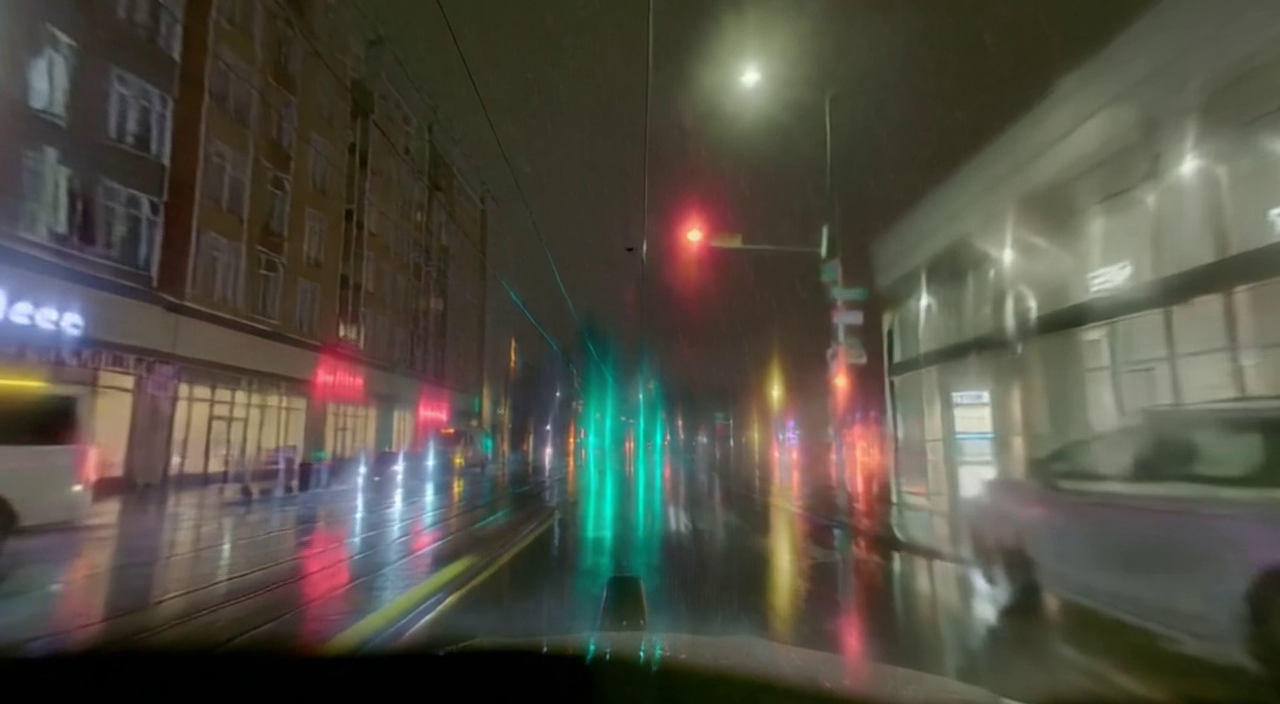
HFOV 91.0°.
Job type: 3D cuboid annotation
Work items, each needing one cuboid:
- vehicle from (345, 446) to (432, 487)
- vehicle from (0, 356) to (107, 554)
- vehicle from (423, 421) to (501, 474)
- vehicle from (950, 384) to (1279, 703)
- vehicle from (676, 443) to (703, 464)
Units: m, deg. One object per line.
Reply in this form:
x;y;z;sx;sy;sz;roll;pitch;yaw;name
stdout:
-9.992;4.557;25.375;1.897;1.464;4.209;0;-8;-2;vehicle
-10.210;1.200;7.205;2.291;2.745;6.492;-1;-9;2;vehicle
-10.387;5.667;37.568;2.378;2.765;7.920;0;-8;0;vehicle
3.899;1.117;4.180;1.869;1.557;3.501;0;-8;0;vehicle
3.782;7.786;48.504;1.819;1.546;3.681;0;-8;1;vehicle
